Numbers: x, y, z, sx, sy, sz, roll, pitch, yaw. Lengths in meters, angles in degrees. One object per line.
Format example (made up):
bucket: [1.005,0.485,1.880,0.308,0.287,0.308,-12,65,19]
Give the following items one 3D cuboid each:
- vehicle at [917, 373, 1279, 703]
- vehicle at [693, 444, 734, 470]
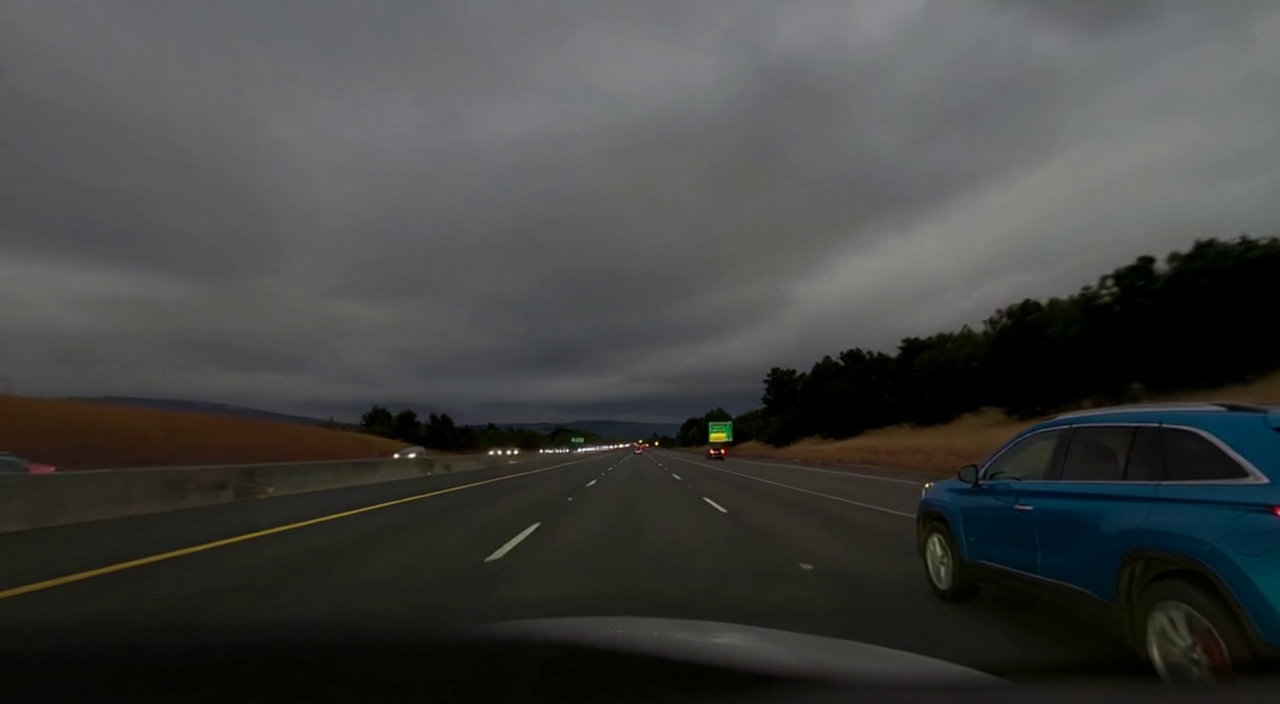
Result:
vehicle: [3.430,1.113,3.506,1.784,1.733,4.141,0,-9,-1]
vehicle: [4.973,7.178,43.015,2.006,1.652,4.417,0,-9,-3]
